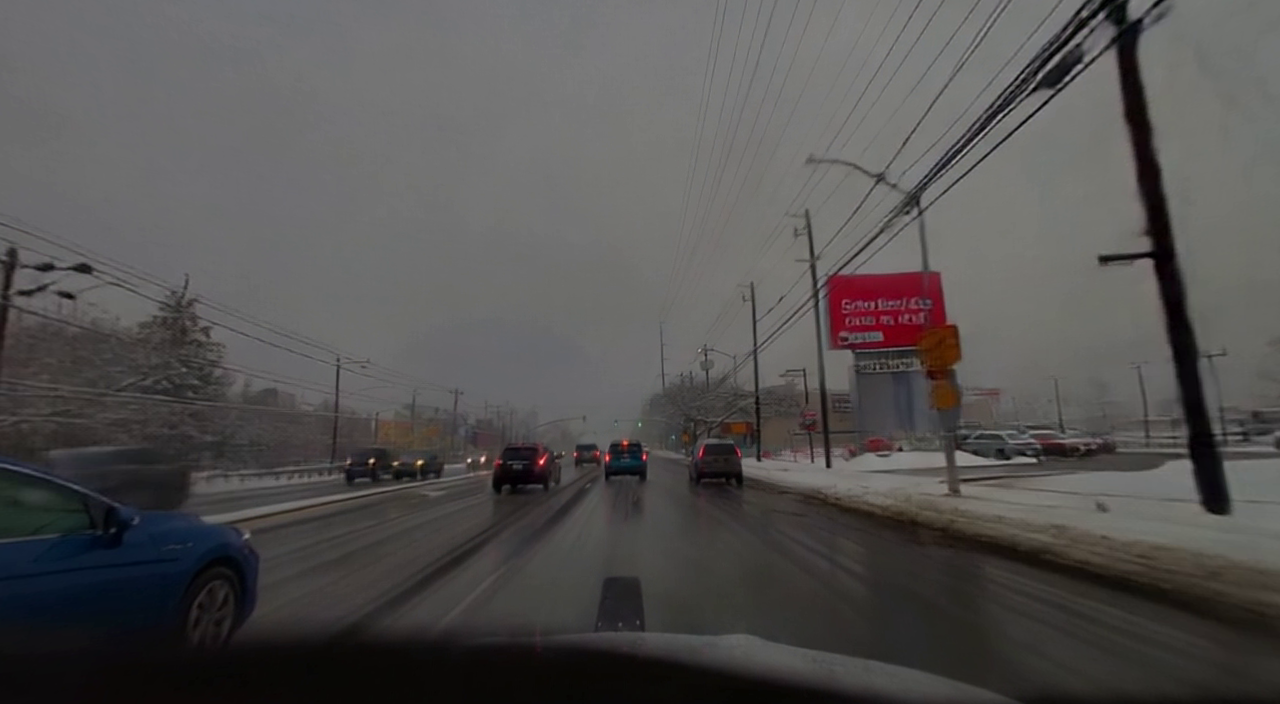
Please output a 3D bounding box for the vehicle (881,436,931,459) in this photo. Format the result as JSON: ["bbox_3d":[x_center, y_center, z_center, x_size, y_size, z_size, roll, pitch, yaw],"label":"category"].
[{"bbox_3d":[19.215,6.900,45.860,1.883,1.499,4.403,-1,-8,3],"label":"vehicle"}]

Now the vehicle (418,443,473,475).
[{"bbox_3d":[-11.655,6.439,38.220,2.016,1.773,4.433,0,-8,-1],"label":"vehicle"}]

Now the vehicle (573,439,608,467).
[{"bbox_3d":[-3.827,7.914,49.689,2.405,2.009,5.909,0,-8,-1],"label":"vehicle"}]

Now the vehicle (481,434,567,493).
[{"bbox_3d":[-3.603,3.522,20.337,2.051,1.671,3.861,0,-8,0],"label":"vehicle"}]

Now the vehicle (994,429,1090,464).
[{"bbox_3d":[19.269,4.581,30.532,1.941,1.536,3.956,0,-9,-1],"label":"vehicle"}]

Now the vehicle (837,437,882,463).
[{"bbox_3d":[14.729,6.511,42.197,1.990,1.597,4.475,-5,-10,29],"label":"vehicle"}]

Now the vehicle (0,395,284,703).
[{"bbox_3d":[-3.339,0.849,1.840,2.022,1.498,4.471,0,-8,-1],"label":"vehicle"}]

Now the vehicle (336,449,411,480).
[{"bbox_3d":[-15.021,6.325,35.910,2.258,1.586,4.820,0,-8,-1],"label":"vehicle"}]

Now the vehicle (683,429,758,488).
[{"bbox_3d":[2.774,3.763,22.682,2.026,1.904,4.102,0,-8,-2],"label":"vehicle"}]

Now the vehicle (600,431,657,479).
[{"bbox_3d":[-0.535,4.523,27.879,2.326,1.925,4.253,0,-8,-2],"label":"vehicle"}]

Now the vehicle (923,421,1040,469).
[{"bbox_3d":[16.122,4.474,30.317,2.409,1.981,5.809,-2,-9,1],"label":"vehicle"}]
